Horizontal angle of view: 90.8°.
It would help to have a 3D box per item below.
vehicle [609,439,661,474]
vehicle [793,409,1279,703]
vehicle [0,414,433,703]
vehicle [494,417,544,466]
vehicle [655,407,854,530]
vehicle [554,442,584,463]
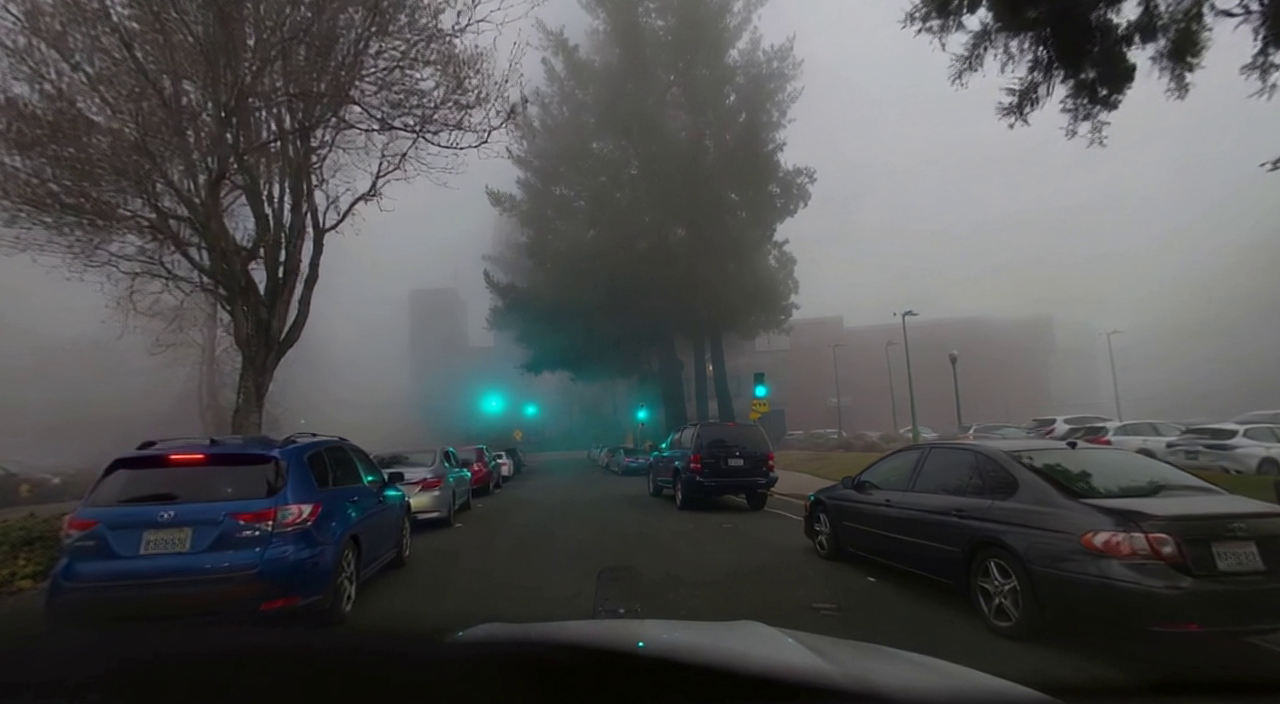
[{"bbox_3d":[-0.318,4.792,29.197,1.910,1.493,4.490,1,-8,-7],"label":"vehicle"},{"bbox_3d":[3.164,1.399,5.637,1.904,1.494,4.864,1,-8,-6],"label":"vehicle"},{"bbox_3d":[-3.003,1.398,5.480,1.968,1.497,4.286,2,-9,-14],"label":"vehicle"},{"bbox_3d":[-8.750,6.603,46.635,2.820,3.263,7.986,1,-8,-6],"label":"vehicle"},{"bbox_3d":[1.902,2.247,12.868,2.324,1.907,5.634,1,-8,-7],"label":"vehicle"},{"bbox_3d":[-5.267,7.358,46.523,2.095,1.473,4.301,1,-8,-7],"label":"vehicle"}]
